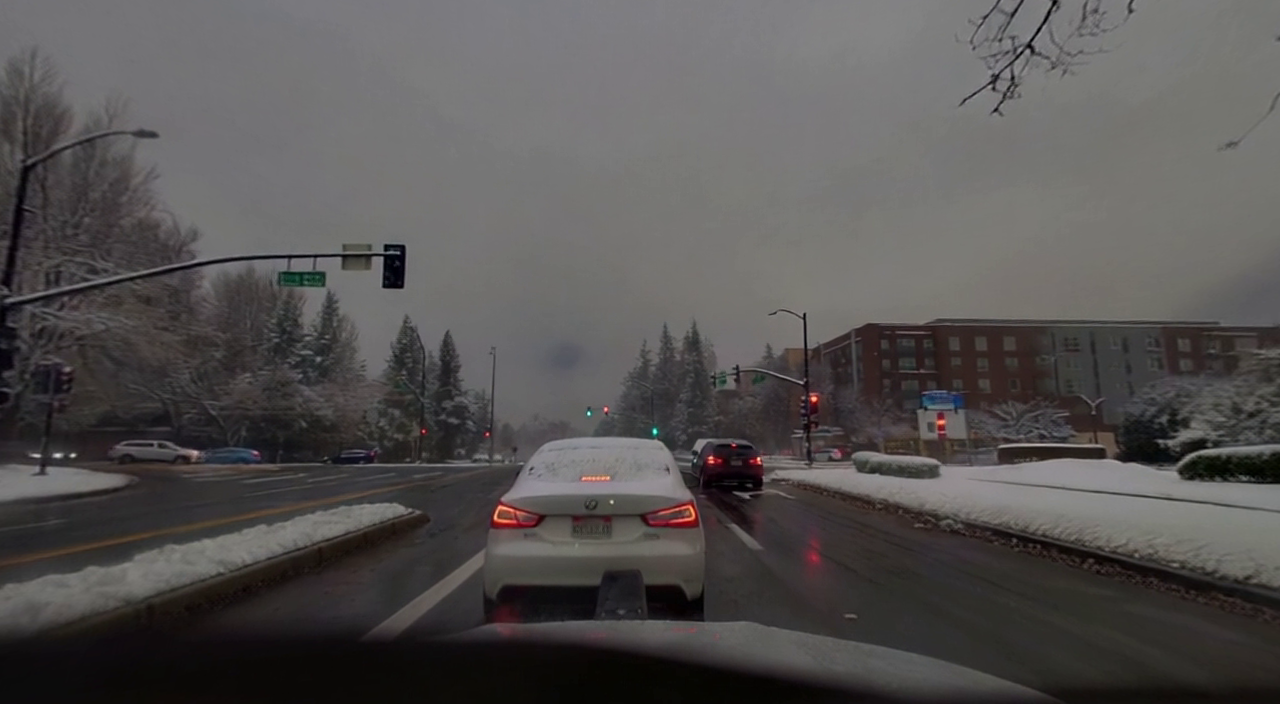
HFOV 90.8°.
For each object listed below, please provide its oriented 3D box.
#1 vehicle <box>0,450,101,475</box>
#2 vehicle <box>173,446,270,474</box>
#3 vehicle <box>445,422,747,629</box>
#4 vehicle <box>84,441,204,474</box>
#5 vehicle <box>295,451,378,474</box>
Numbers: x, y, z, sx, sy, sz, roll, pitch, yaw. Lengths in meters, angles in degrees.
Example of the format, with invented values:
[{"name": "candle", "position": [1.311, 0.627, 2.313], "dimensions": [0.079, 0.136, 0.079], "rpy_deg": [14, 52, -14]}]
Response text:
[{"name": "vehicle", "position": [-35.653, 6.676, 38.188], "dimensions": [4.199, 1.432, 1.727], "rpy_deg": [2, -9, -12]}, {"name": "vehicle", "position": [-26.468, 6.820, 40.101], "dimensions": [4.575, 1.718, 2.008], "rpy_deg": [2, -9, -12]}, {"name": "vehicle", "position": [-0.331, 1.571, 6.760], "dimensions": [2.173, 1.479, 4.264], "rpy_deg": [0, -8, 0]}, {"name": "vehicle", "position": [-28.082, 5.983, 35.938], "dimensions": [4.877, 1.754, 1.978], "rpy_deg": [2, -9, -12]}, {"name": "vehicle", "position": [-19.935, 7.285, 41.689], "dimensions": [4.548, 1.449, 1.802], "rpy_deg": [2, -9, -13]}]
